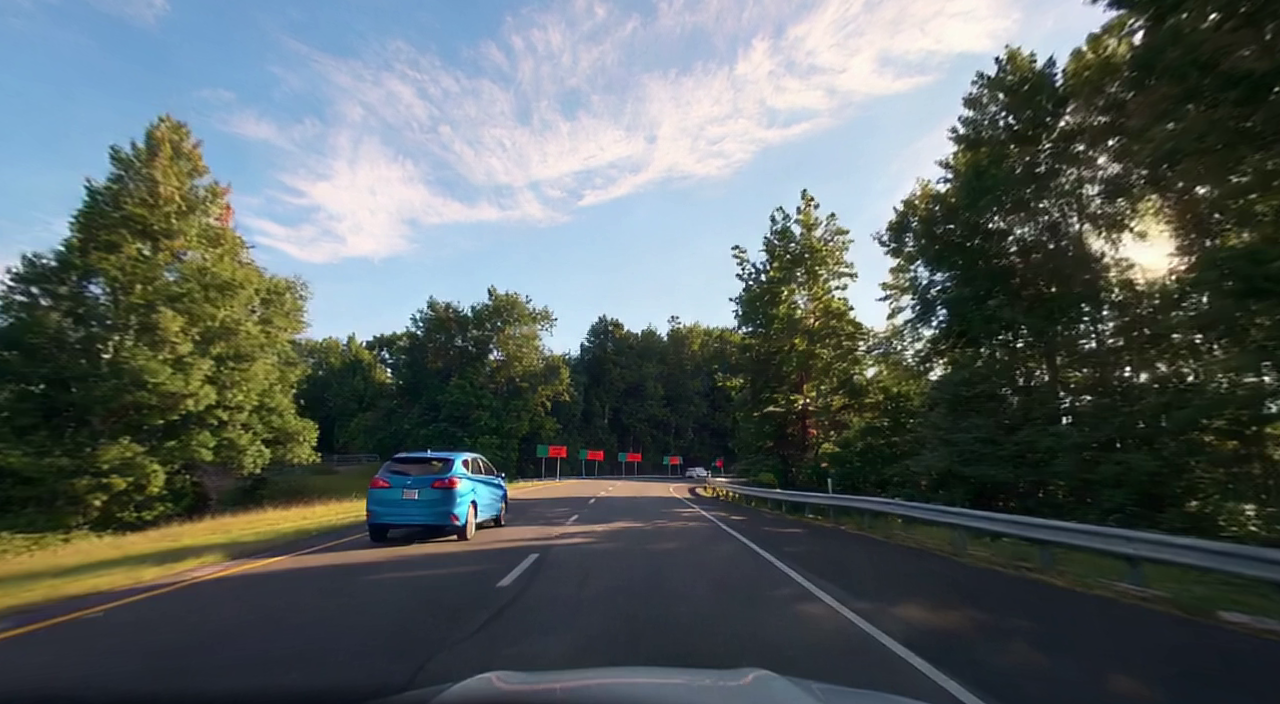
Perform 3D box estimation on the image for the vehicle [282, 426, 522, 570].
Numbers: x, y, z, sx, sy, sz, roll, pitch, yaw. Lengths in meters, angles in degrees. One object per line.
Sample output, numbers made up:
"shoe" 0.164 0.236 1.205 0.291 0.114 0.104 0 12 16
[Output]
"vehicle" -3.286 2.165 9.884 1.997 1.692 4.422 1 -10 0
